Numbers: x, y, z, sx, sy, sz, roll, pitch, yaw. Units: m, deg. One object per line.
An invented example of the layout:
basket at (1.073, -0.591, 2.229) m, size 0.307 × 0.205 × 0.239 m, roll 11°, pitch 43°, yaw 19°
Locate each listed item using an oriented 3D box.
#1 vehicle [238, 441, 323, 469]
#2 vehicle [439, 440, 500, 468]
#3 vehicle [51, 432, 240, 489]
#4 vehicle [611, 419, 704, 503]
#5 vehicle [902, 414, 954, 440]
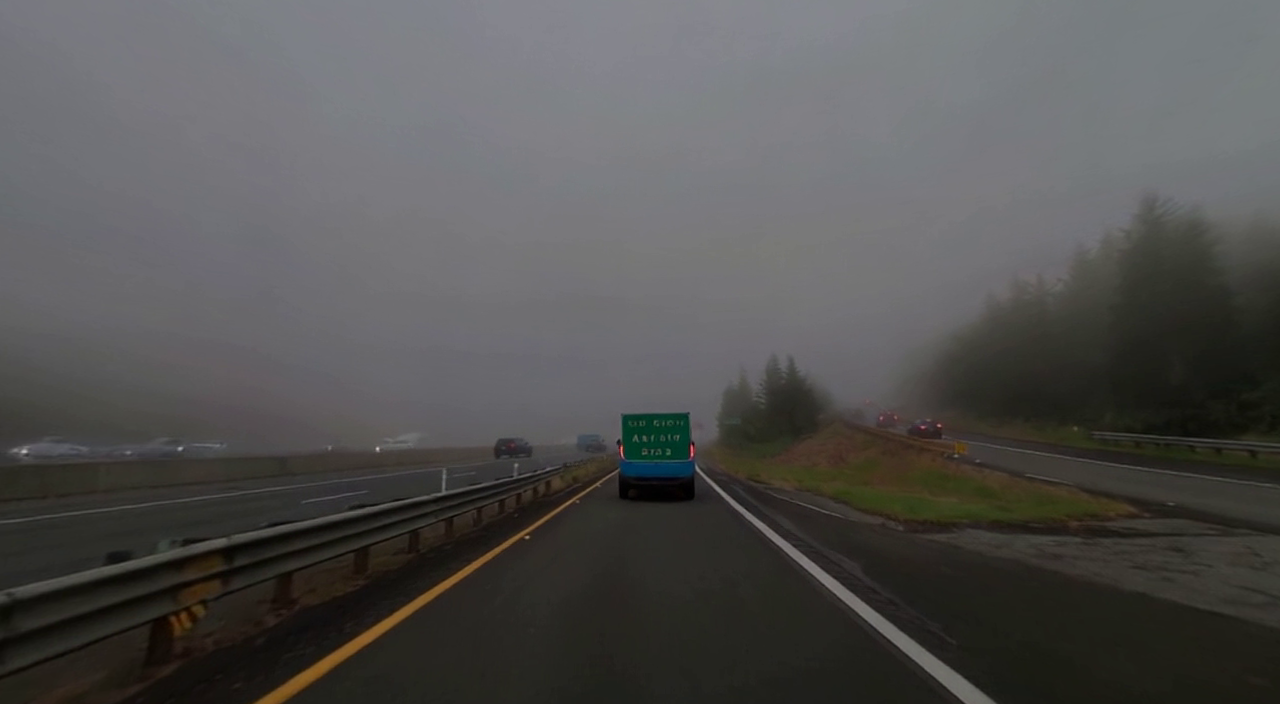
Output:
vehicle at (-19.919, 5.704, 35.184) m, size 1.884 × 1.447 × 4.502 m, roll -1°, pitch -8°, yaw 3°
vehicle at (-10.142, 6.081, 37.972) m, size 1.958 × 1.545 × 4.588 m, roll -1°, pitch -8°, yaw 6°
vehicle at (-16.688, 3.669, 21.767) m, size 2.309 × 1.683 × 5.063 m, roll -1°, pitch -8°, yaw 2°
vehicle at (0.376, 2.742, 16.227) m, size 2.043 × 1.821 × 4.558 m, roll 0°, pitch -8°, yaw 0°
vehicle at (19.420, 5.121, 42.761) m, size 2.098 × 1.654 × 4.637 m, roll -2°, pitch -8°, yaw 11°
